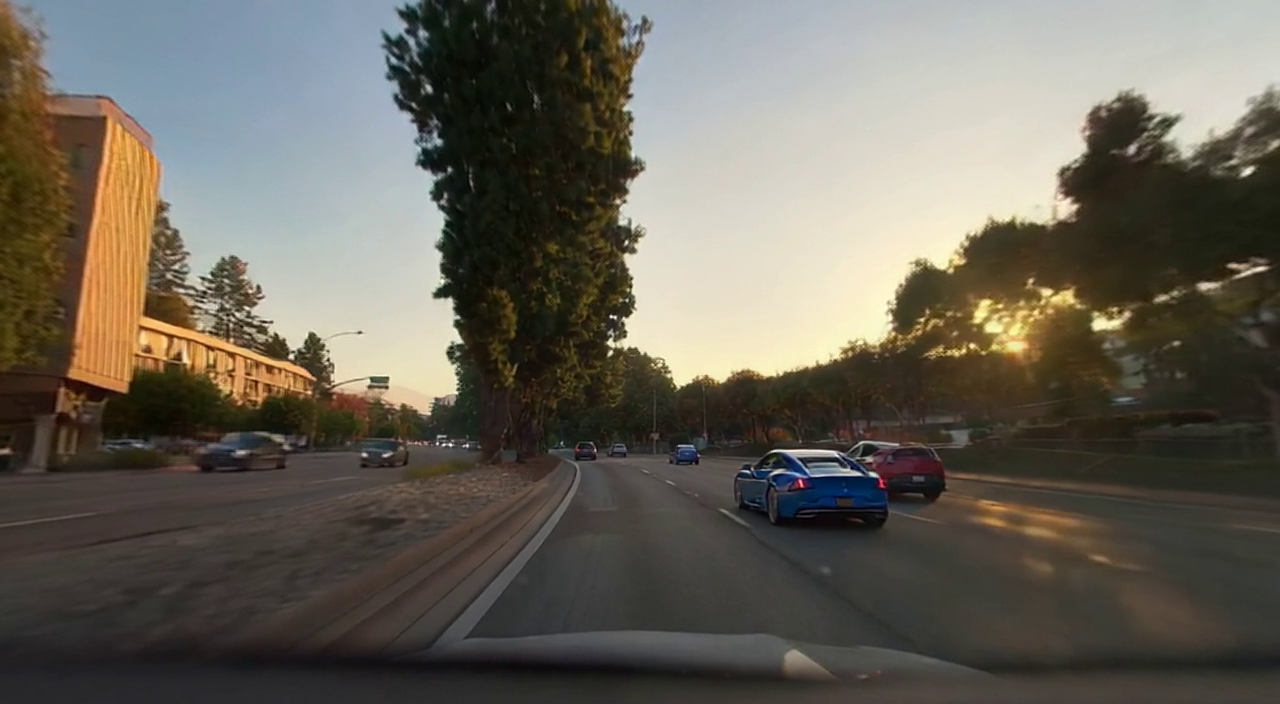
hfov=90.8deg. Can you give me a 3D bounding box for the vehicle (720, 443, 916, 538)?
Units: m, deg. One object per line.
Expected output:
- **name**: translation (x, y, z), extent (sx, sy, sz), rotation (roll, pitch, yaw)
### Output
- **vehicle**: translation (2.861, 2.332, 11.364), extent (1.990, 1.347, 4.388), rotation (1, -8, -4)

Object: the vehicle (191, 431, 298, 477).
- **vehicle**: translation (-15.805, 4.089, 25.543), extent (1.980, 1.683, 3.956), rotation (1, -8, -5)

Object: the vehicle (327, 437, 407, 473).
- **vehicle**: translation (-12.361, 4.685, 28.924), extent (1.921, 1.472, 4.550), rotation (1, -8, -4)

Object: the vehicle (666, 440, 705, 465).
- **vehicle**: translation (3.172, 7.143, 45.144), extent (1.931, 1.685, 4.054), rotation (1, -9, -8)

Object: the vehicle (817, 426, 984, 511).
- **vehicle**: translation (6.048, 2.746, 15.355), extent (1.987, 1.730, 4.373), rotation (0, -8, -3)
